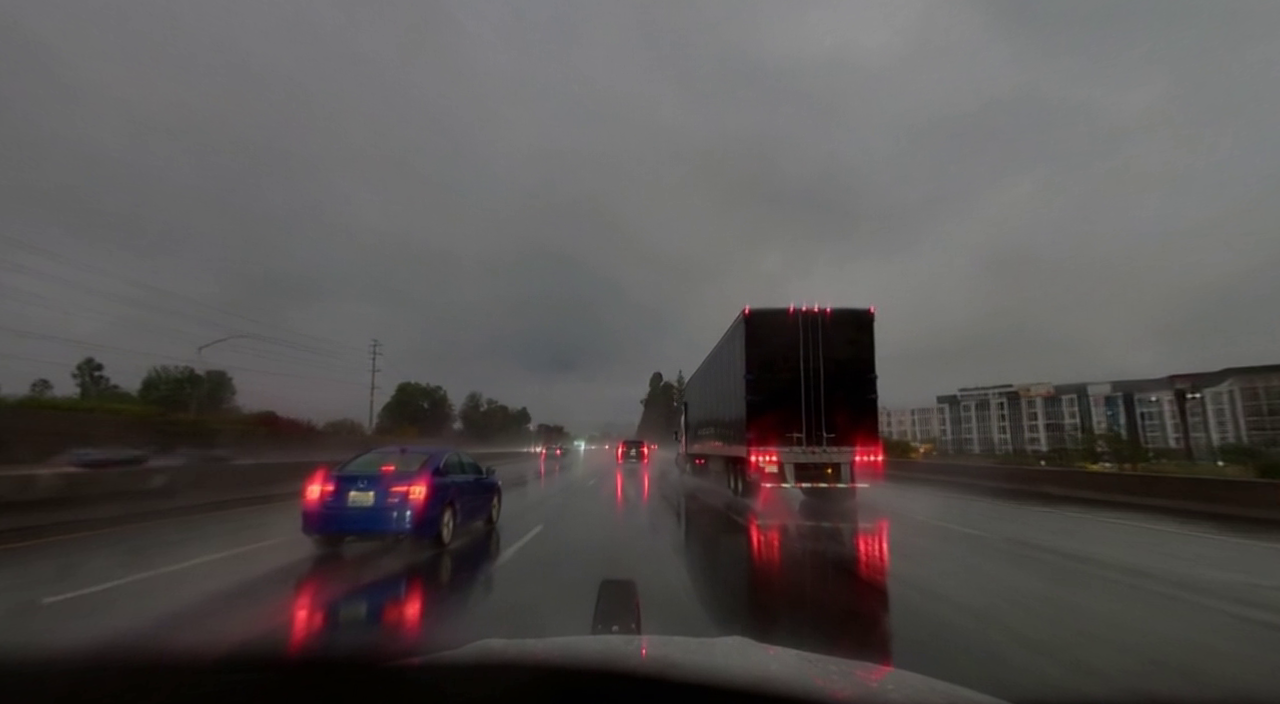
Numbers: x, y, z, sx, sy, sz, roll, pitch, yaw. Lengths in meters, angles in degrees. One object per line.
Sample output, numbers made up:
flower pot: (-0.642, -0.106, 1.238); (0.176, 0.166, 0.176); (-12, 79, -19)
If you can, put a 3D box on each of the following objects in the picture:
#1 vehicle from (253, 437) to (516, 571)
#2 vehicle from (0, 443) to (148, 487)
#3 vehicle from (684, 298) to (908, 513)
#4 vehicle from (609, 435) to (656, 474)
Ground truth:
vehicle: (-3.182, 1.991, 9.077); (1.864, 1.406, 4.544); (0, -9, 0)
vehicle: (-23.277, 4.637, 26.160); (1.964, 1.612, 4.834); (0, -9, -1)
vehicle: (3.449, 2.138, 19.507); (2.876, 4.086, 15.117); (0, -9, -1)
vehicle: (-0.369, 5.104, 31.543); (2.203, 1.805, 4.358); (0, -9, -1)
